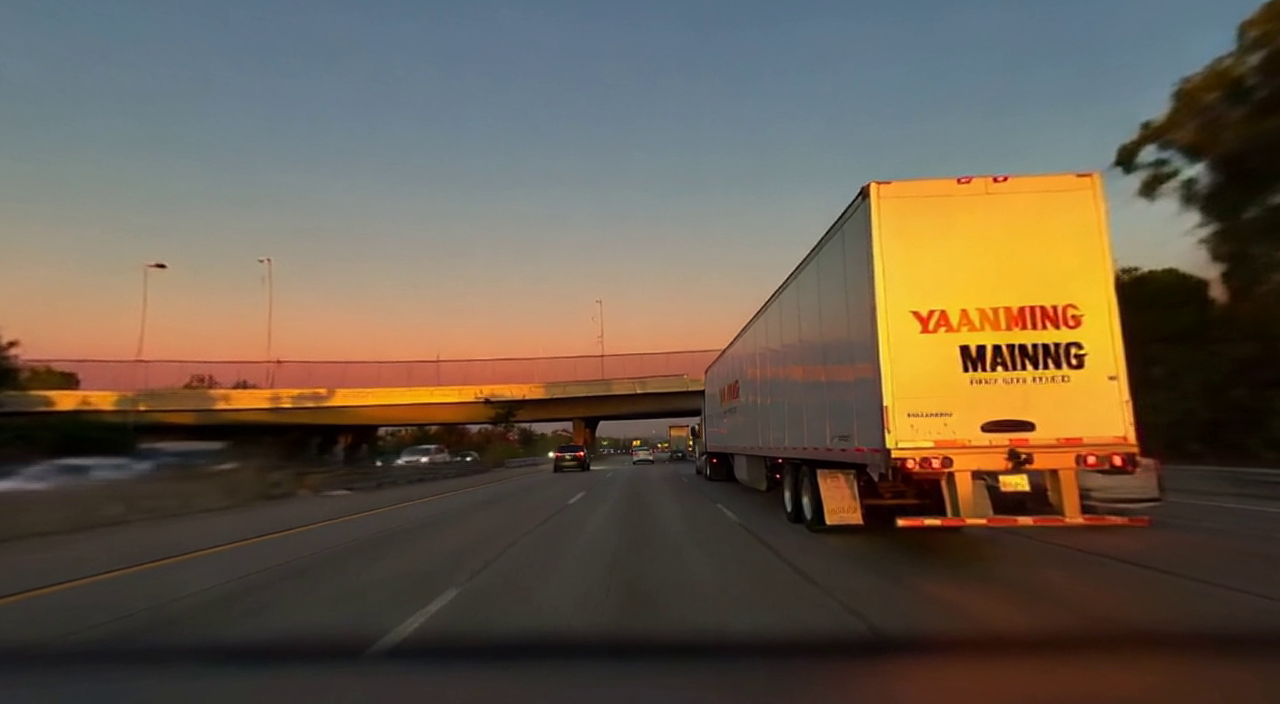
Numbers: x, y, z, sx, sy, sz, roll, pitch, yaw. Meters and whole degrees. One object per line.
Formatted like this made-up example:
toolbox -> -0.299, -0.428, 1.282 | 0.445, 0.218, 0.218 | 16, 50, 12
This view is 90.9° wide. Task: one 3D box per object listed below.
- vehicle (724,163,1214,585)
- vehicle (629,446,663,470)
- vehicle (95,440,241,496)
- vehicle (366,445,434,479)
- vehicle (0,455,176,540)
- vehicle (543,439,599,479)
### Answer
vehicle -> 3.876, 1.056, 12.288 | 2.821, 4.077, 12.562 | 0, -9, 0
vehicle -> 0.364, 6.792, 40.673 | 2.063, 1.469, 4.208 | 0, -9, 0
vehicle -> -23.527, 5.778, 31.930 | 2.531, 2.538, 6.239 | 0, -9, 0
vehicle -> -12.729, 5.817, 33.720 | 1.957, 1.672, 4.174 | 0, -9, 1
vehicle -> -12.641, 2.950, 13.256 | 2.044, 1.481, 4.822 | 0, -9, 1
vehicle -> -3.145, 5.011, 29.754 | 2.058, 1.711, 4.226 | 0, -9, 1
